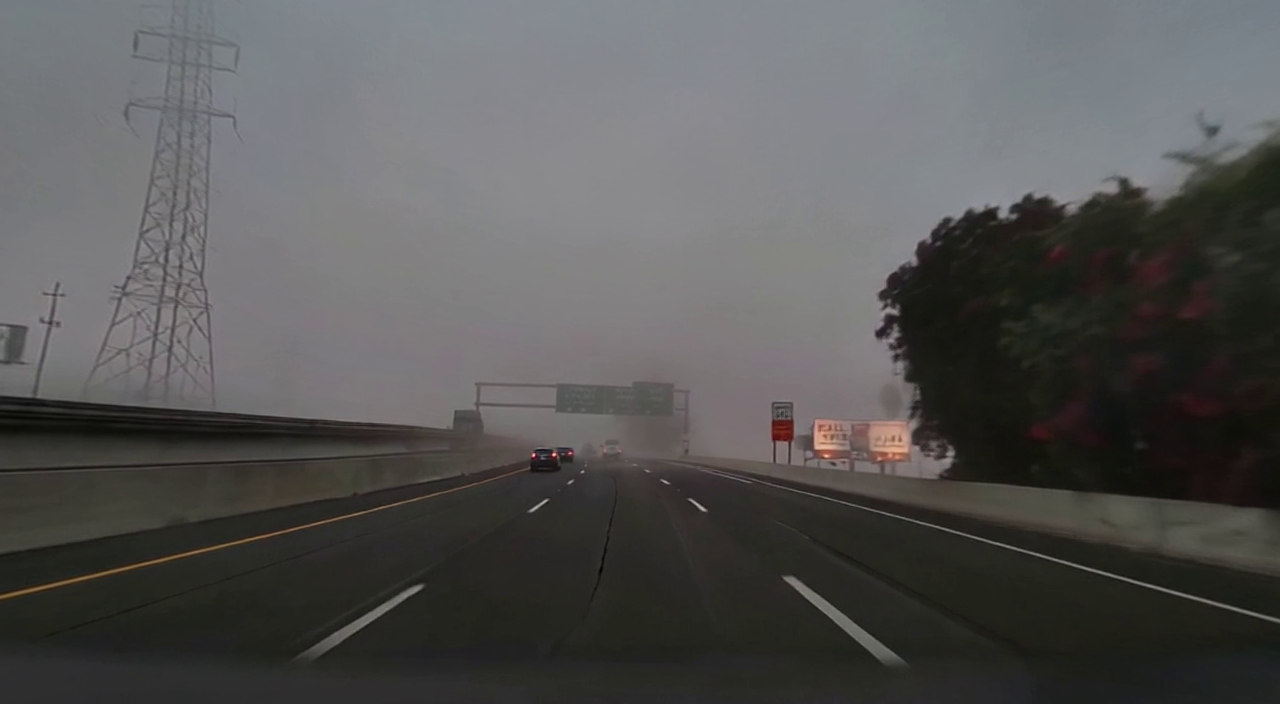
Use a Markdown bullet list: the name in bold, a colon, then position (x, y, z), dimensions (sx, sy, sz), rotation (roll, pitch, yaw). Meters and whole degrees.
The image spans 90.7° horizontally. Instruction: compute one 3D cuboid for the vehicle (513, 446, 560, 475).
- **vehicle**: position (-5.438, 5.740, 33.622), dimensions (1.921, 1.420, 4.078), rotation (0, -9, -2)
